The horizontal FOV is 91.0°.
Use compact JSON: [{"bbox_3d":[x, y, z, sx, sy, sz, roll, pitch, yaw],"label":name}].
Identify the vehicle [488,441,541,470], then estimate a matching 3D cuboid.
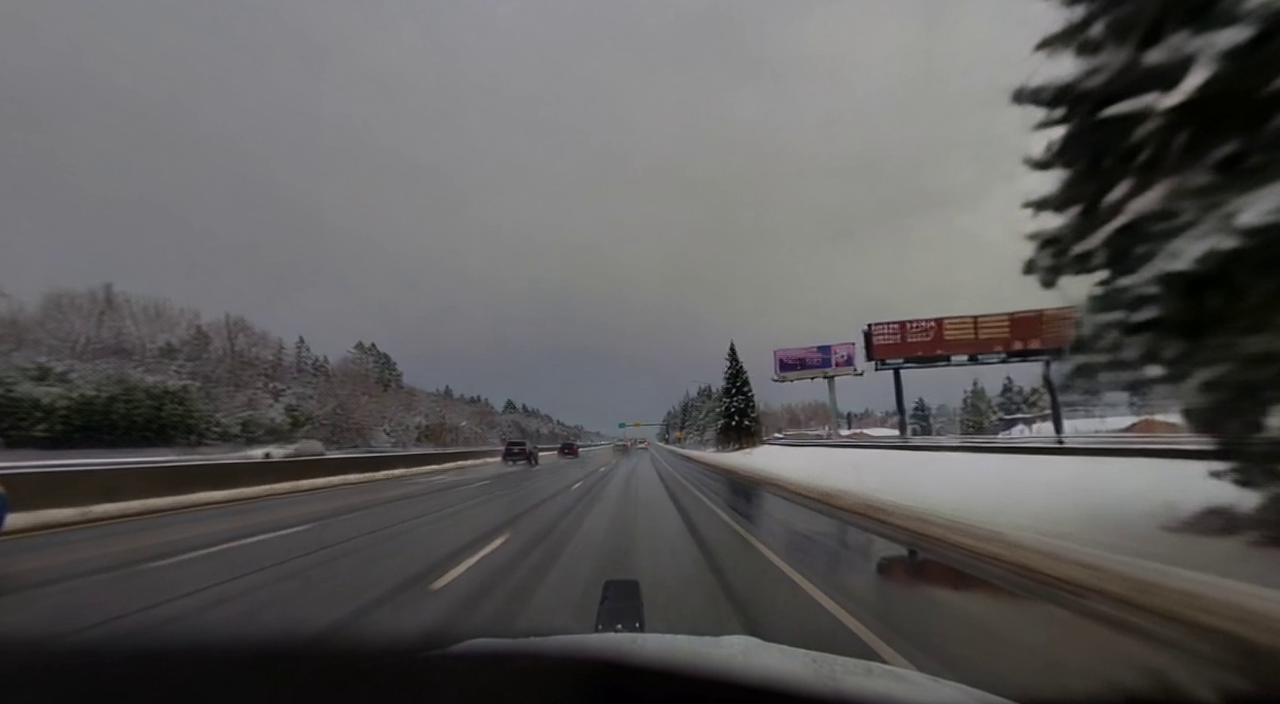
[{"bbox_3d":[-7.078,5.904,36.024,2.008,1.520,4.731,0,-9,1],"label":"vehicle"}]
